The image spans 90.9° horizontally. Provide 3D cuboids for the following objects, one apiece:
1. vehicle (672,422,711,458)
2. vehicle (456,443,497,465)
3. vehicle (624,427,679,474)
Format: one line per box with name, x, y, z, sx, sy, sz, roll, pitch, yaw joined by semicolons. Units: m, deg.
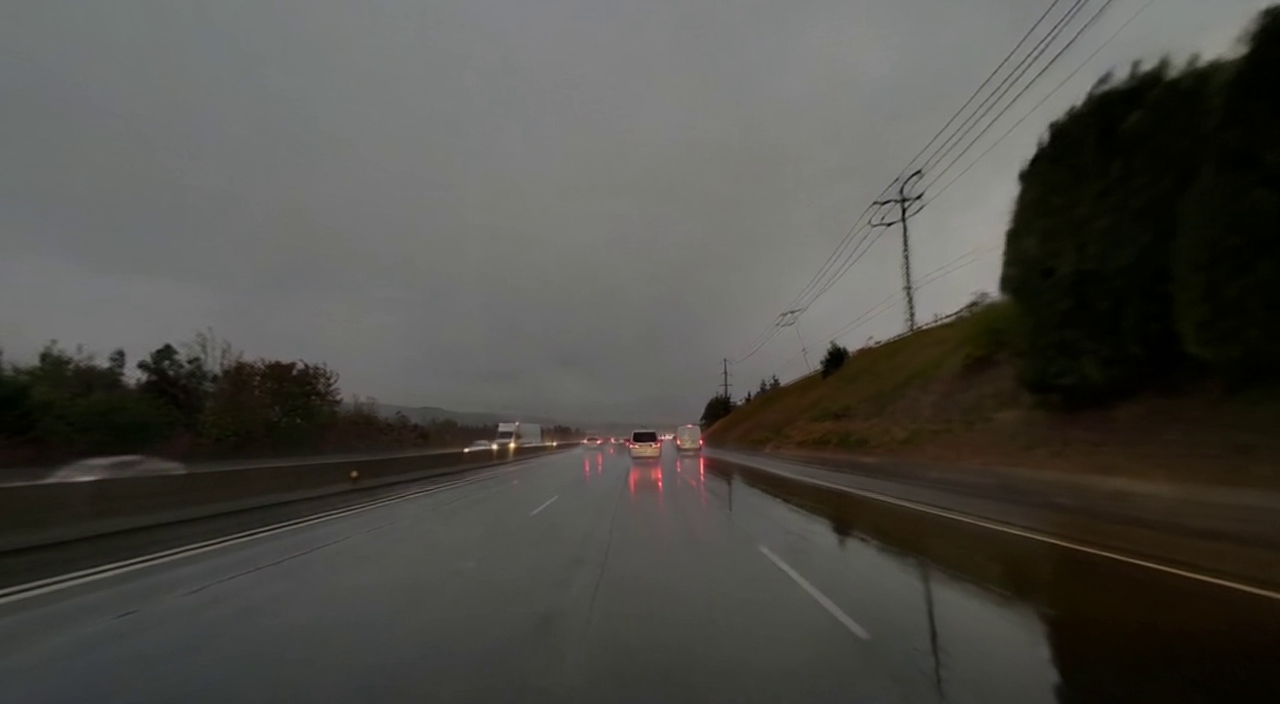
vehicle;3.711;6.497;46.644;2.348;2.429;5.172;0;-8;-1
vehicle;-11.816;7.359;45.800;1.872;1.450;4.016;0;-8;1
vehicle;0.429;4.174;27.001;2.159;1.811;4.238;0;-8;-1
